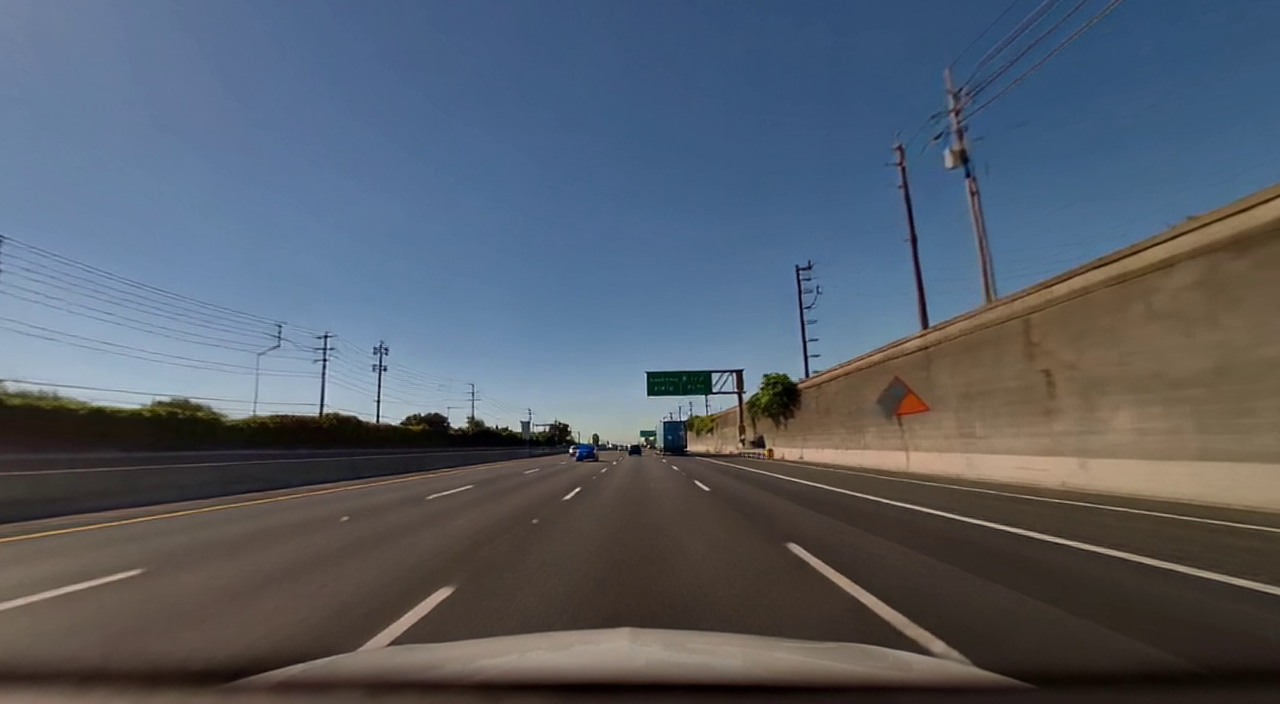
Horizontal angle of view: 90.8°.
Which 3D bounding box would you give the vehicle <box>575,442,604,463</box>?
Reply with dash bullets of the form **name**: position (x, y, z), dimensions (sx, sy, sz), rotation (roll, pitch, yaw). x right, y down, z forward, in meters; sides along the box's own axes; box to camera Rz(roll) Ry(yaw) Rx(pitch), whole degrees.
- **vehicle**: position (-3.938, 7.943, 49.965), dimensions (2.009, 1.533, 4.175), rotation (0, -9, 0)
